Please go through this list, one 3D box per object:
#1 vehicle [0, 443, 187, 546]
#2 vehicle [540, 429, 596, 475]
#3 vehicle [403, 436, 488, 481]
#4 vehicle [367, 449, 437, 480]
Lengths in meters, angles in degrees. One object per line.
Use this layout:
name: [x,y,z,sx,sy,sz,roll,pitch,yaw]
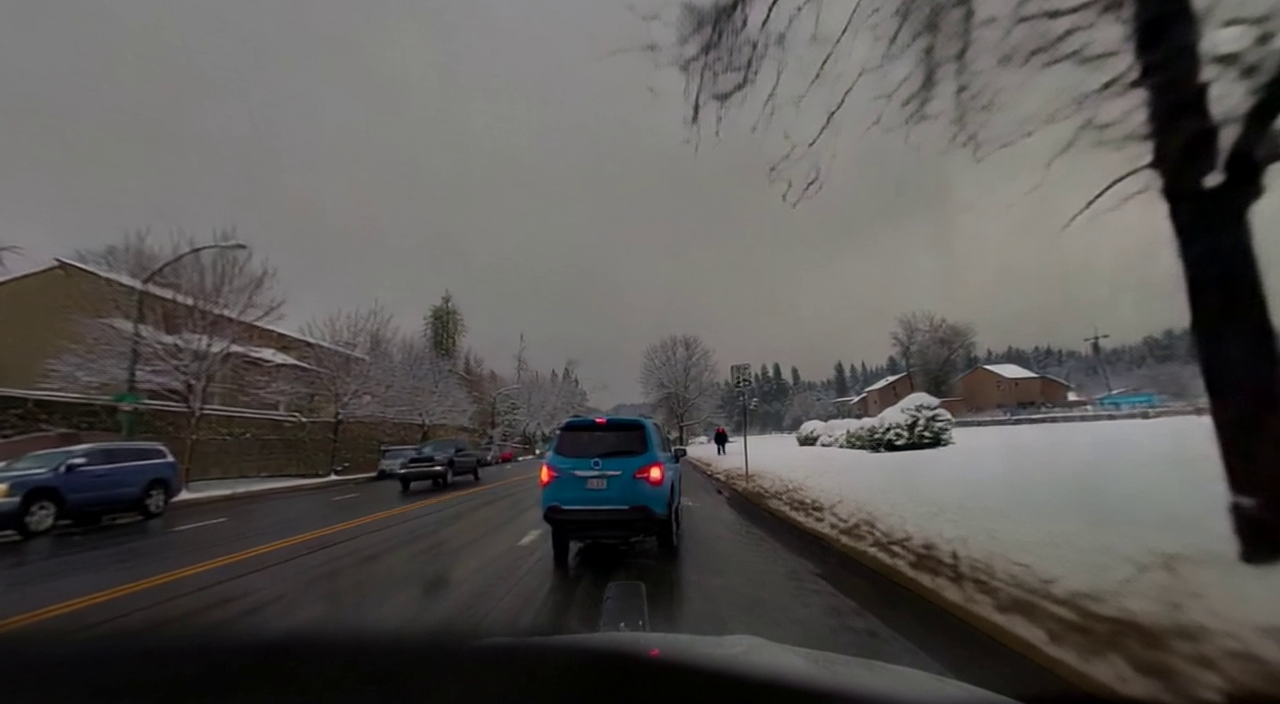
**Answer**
vehicle: [-12.383,2.870,13.446,1.928,1.800,4.632,0,-8,-1]
vehicle: [-3.025,4.318,27.243,1.908,1.809,4.230,0,-8,1]
vehicle: [-8.606,4.752,28.361,2.060,1.785,5.303,-2,-8,1]
vehicle: [-12.205,5.800,32.574,1.887,1.469,4.691,0,-9,-1]
